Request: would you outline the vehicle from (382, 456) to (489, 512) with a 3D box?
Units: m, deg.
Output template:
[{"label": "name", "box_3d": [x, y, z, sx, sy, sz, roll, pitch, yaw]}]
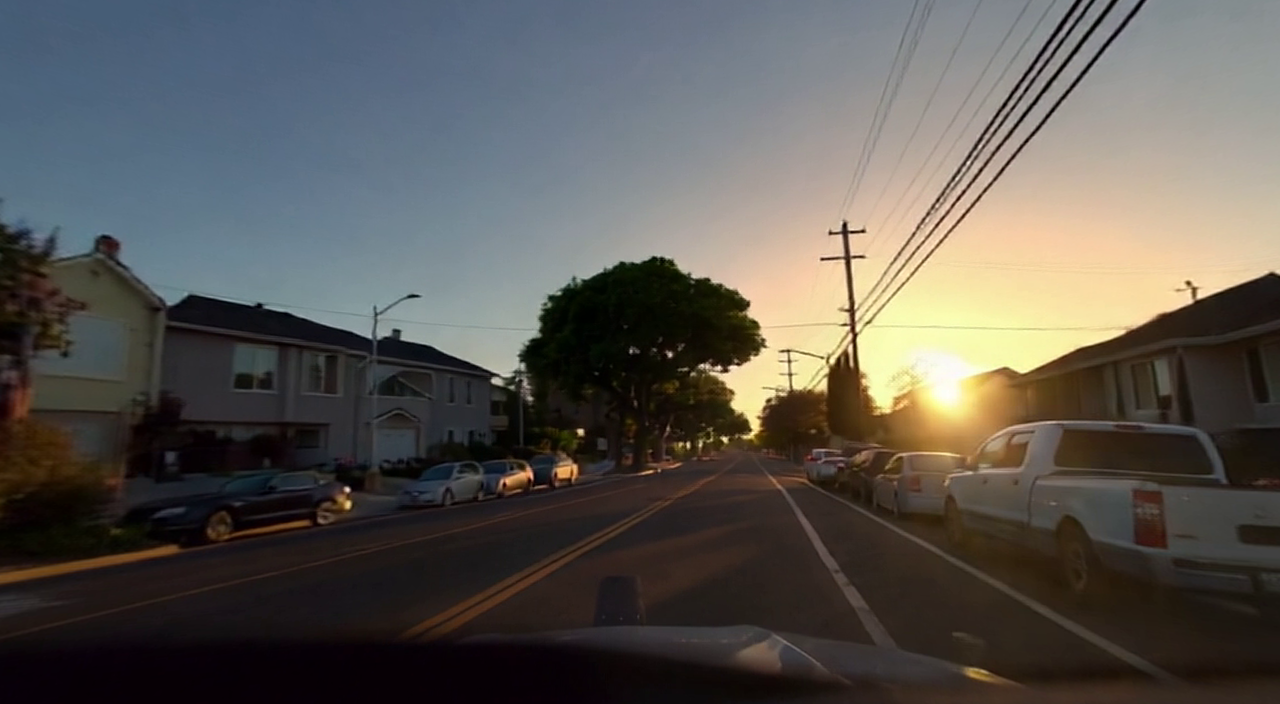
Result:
[{"label": "vehicle", "box_3d": [-7.626, 4.926, 24.059, 1.937, 1.837, 4.414, -2, -9, 11]}]

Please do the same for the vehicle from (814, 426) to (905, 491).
[{"label": "vehicle", "box_3d": [8.196, 4.021, 24.218, 2.330, 2.160, 5.550, -2, -9, 9]}]

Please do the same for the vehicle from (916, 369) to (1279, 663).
[{"label": "vehicle", "box_3d": [4.895, 1.433, 6.778, 2.199, 1.885, 5.461, -2, -9, 10]}]

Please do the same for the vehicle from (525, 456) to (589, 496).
[{"label": "vehicle", "box_3d": [-4.867, 7.389, 37.992, 2.282, 2.060, 5.738, -2, -9, 9]}]

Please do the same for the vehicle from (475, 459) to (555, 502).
[{"label": "vehicle", "box_3d": [-6.185, 6.422, 32.117, 2.089, 1.837, 5.499, -2, -9, 10]}]

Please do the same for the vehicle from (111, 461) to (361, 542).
[{"label": "vehicle", "box_3d": [-9.429, 3.507, 15.493, 2.136, 1.431, 5.197, -7, -11, 10]}]
